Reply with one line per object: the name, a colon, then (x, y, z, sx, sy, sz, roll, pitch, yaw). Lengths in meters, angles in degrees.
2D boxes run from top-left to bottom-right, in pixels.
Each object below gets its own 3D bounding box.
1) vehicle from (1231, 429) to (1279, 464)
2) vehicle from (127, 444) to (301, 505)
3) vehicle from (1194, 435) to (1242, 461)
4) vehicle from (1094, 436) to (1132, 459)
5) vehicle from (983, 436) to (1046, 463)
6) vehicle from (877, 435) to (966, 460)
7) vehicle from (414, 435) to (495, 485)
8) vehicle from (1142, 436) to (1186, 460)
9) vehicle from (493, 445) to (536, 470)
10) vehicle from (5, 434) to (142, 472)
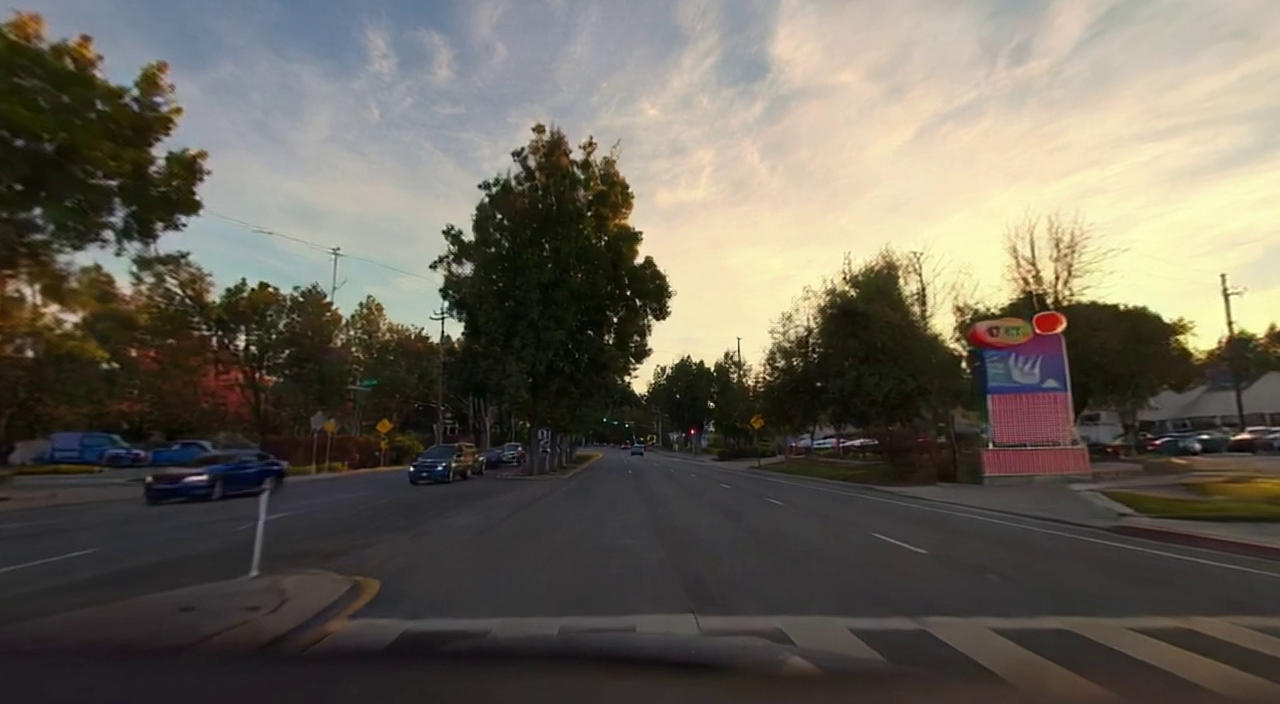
vehicle: (28.578, 4.338, 28.993, 1.815, 1.480, 4.406, -8, -11, 41)
vehicle: (-11.497, 3.297, 17.520, 1.909, 1.469, 4.370, 0, -9, -3)
vehicle: (36.535, 6.053, 39.996, 1.705, 1.440, 3.741, -8, -9, 36)
vehicle: (32.458, 6.544, 43.322, 1.894, 1.434, 4.308, -7, -11, 37)
vehicle: (21.381, 5.541, 36.021, 1.916, 1.434, 4.557, -9, -12, 44)
vehicle: (18.879, 6.401, 42.485, 4.868, 1.610, 2.223, 0, -9, -3)
vehicle: (-7.089, 4.150, 24.662, 1.987, 1.747, 4.545, 0, -9, -3)
vehicle: (34.489, 6.301, 41.526, 1.969, 1.482, 4.815, -7, -11, 40)
vehicle: (-8.072, 6.821, 41.020, 1.982, 1.465, 4.376, 0, -9, -1)
vehicle: (-28.719, 5.114, 32.266, 4.938, 1.778, 1.954, 7, -11, -40)
